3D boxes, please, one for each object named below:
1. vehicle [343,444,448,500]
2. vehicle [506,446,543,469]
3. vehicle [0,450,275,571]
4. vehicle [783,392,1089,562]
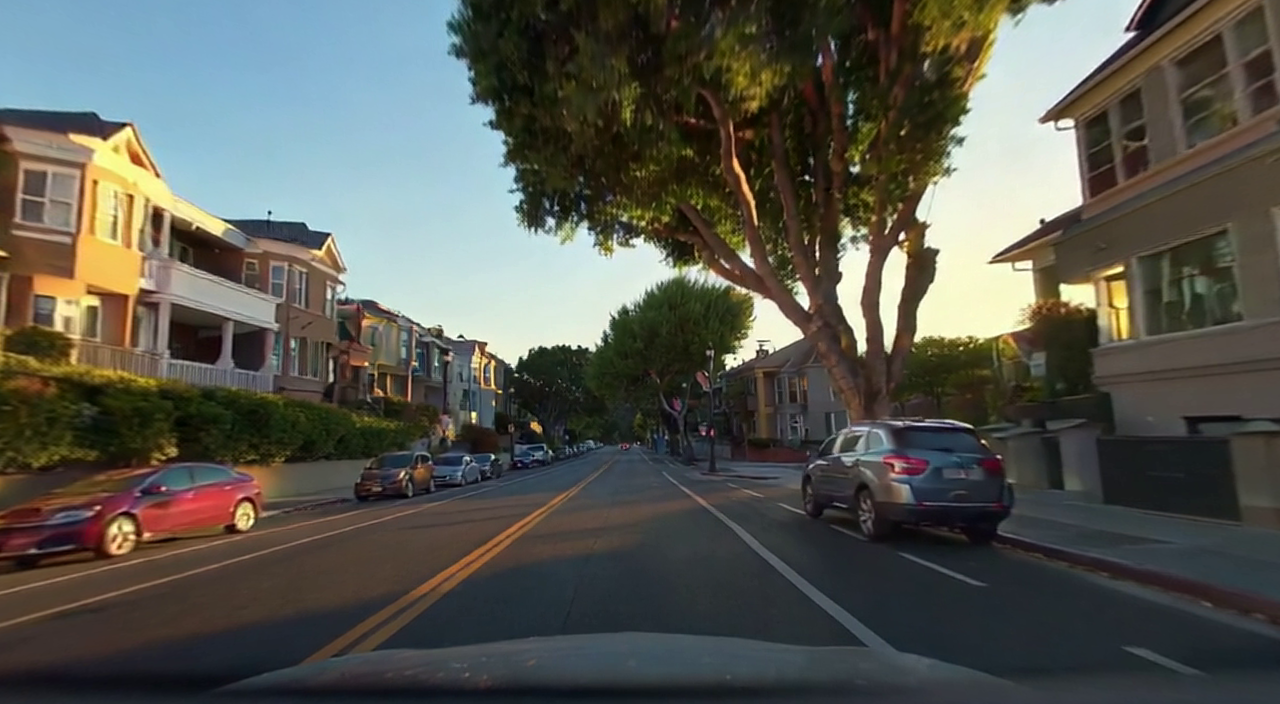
[{"bbox_3d":[-8.203,4.029,21.663,1.919,1.698,4.328,0,-9,-1],"label":"vehicle"},{"bbox_3d":[-8.362,7.657,46.085,1.967,1.517,4.360,0,-9,-2],"label":"vehicle"},{"bbox_3d":[-8.283,2.403,10.424,1.983,1.514,4.459,0,-9,-2],"label":"vehicle"},{"bbox_3d":[4.279,1.958,10.668,2.393,2.075,5.683,0,-9,0],"label":"vehicle"}]
